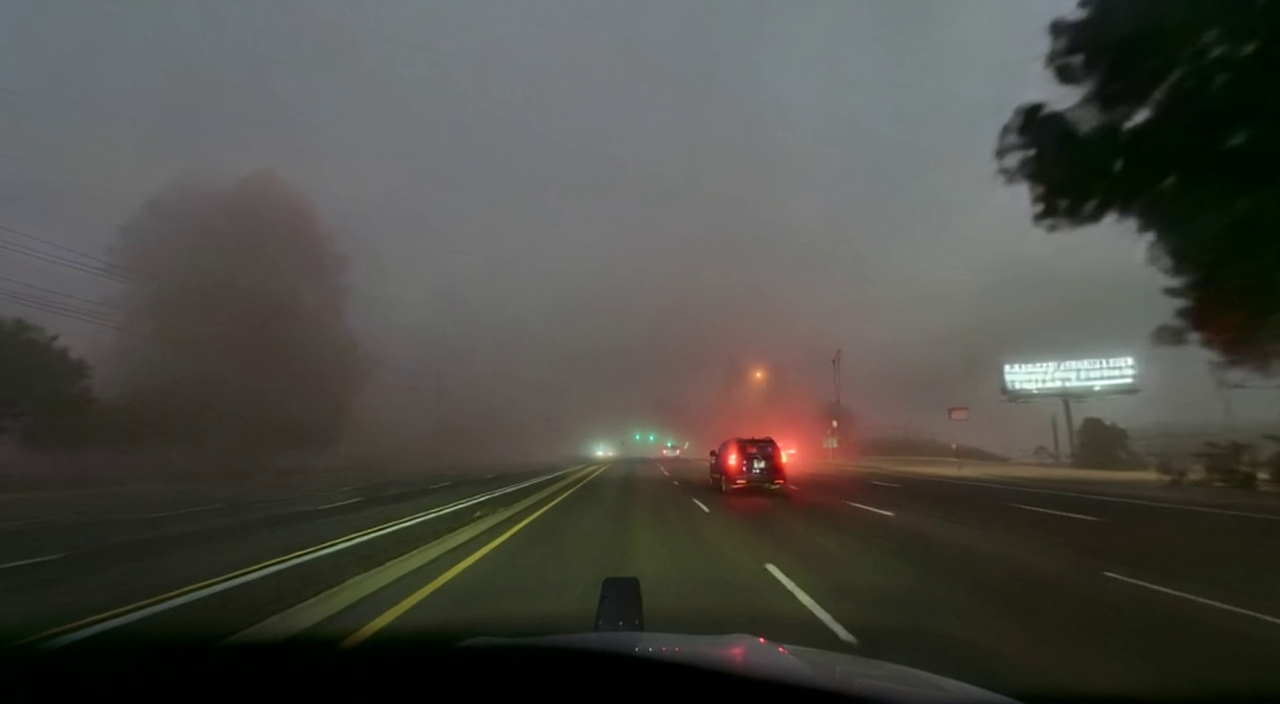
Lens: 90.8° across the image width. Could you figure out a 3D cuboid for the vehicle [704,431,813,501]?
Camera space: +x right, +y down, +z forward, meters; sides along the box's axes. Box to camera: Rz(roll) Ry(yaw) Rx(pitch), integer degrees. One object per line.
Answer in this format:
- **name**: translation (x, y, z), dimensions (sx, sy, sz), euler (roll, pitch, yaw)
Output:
- **vehicle**: translation (3.077, 3.051, 17.317), dimensions (2.078, 1.668, 4.078), euler (0, -8, -2)
